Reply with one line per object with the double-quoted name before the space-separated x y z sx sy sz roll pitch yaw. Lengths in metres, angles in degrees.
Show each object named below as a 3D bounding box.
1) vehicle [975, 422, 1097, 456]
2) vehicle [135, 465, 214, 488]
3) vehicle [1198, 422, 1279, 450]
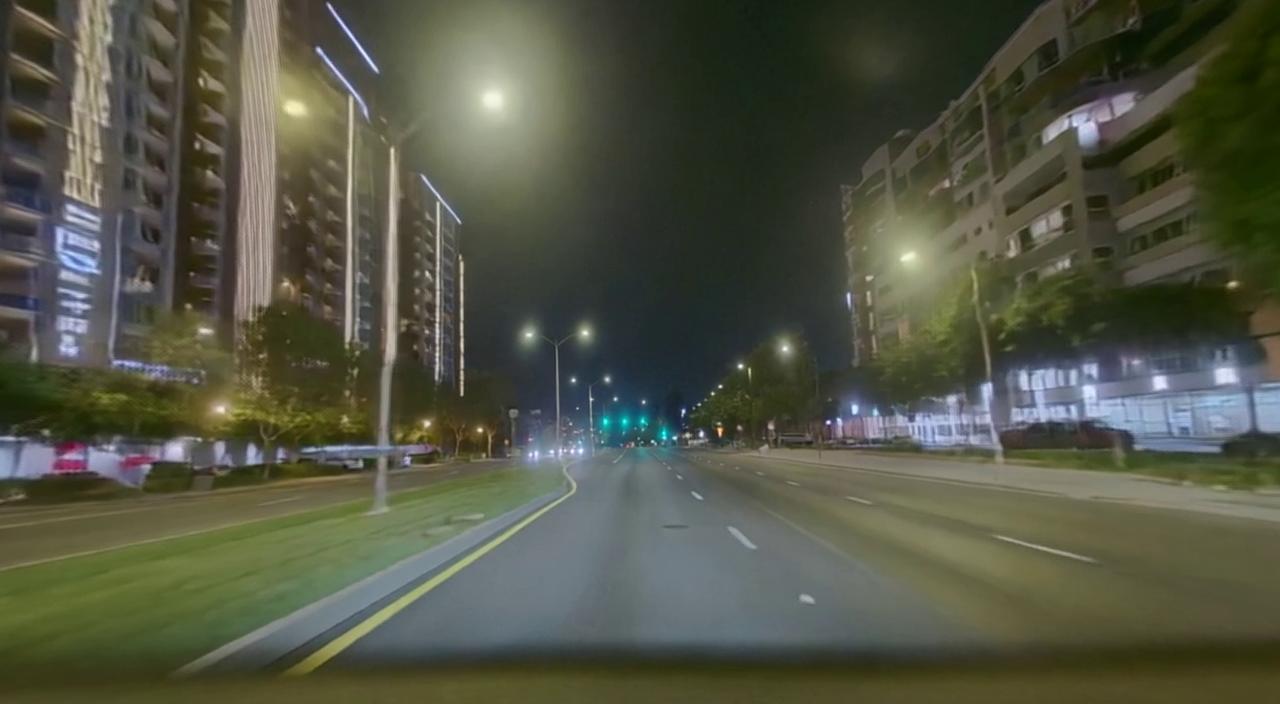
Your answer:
"vehicle" 20.067 4.450 32.192 4.745 1.675 2.096 0 -9 0
"vehicle" -30.380 8.115 41.280 3.705 1.403 1.762 0 -9 2
"vehicle" 33.595 4.667 34.771 1.818 1.427 4.239 0 -9 -1
